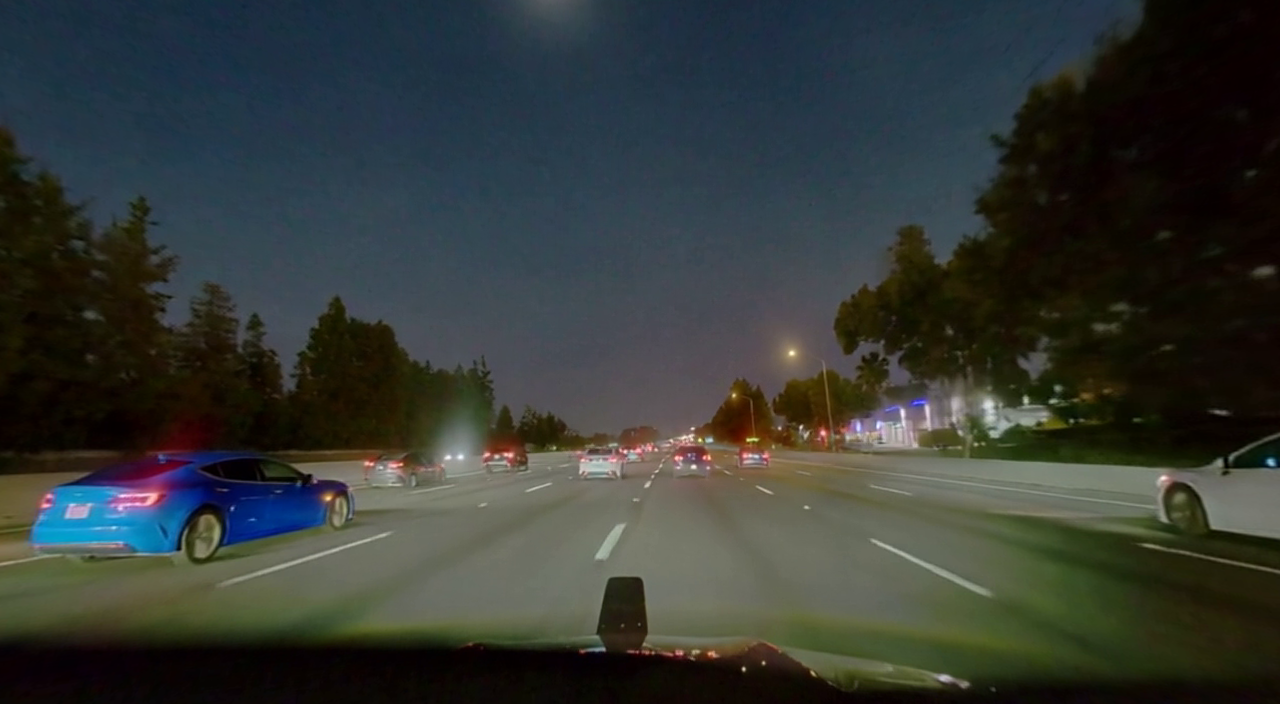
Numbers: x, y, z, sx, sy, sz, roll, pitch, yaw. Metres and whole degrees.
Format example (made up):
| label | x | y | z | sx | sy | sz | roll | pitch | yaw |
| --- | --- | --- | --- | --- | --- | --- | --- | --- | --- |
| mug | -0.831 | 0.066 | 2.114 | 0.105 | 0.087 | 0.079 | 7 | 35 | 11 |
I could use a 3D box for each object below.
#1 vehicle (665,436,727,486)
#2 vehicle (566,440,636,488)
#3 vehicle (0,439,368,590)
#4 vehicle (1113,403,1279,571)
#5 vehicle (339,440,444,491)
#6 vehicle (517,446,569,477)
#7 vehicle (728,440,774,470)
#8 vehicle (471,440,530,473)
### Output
| label | x | y | z | sx | sy | sz | roll | pitch | yaw |
| --- | --- | --- | --- | --- | --- | --- | --- | --- | --- |
| vehicle | 2.016 | 4.090 | 23.929 | 2.114 | 1.715 | 4.136 | -1 | -8 | 2 |
| vehicle | -1.344 | 4.124 | 23.594 | 2.102 | 1.624 | 4.257 | -1 | -8 | 3 |
| vehicle | -5.938 | 1.966 | 8.667 | 2.116 | 1.473 | 4.644 | -1 | -8 | 3 |
| vehicle | 7.645 | 1.366 | 6.314 | 1.960 | 1.726 | 5.016 | 0 | -8 | 1 |
| vehicle | -9.141 | 4.187 | 23.661 | 1.947 | 1.683 | 4.331 | -1 | -8 | 3 |
| vehicle | -4.930 | 5.615 | 32.563 | 1.886 | 1.455 | 4.148 | -1 | -8 | 3 |
| vehicle | 6.983 | 6.516 | 40.124 | 2.071 | 1.754 | 4.484 | 0 | -8 | 0 |
| vehicle | -8.395 | 6.341 | 38.447 | 2.187 | 1.851 | 5.085 | -1 | -8 | 3 |
